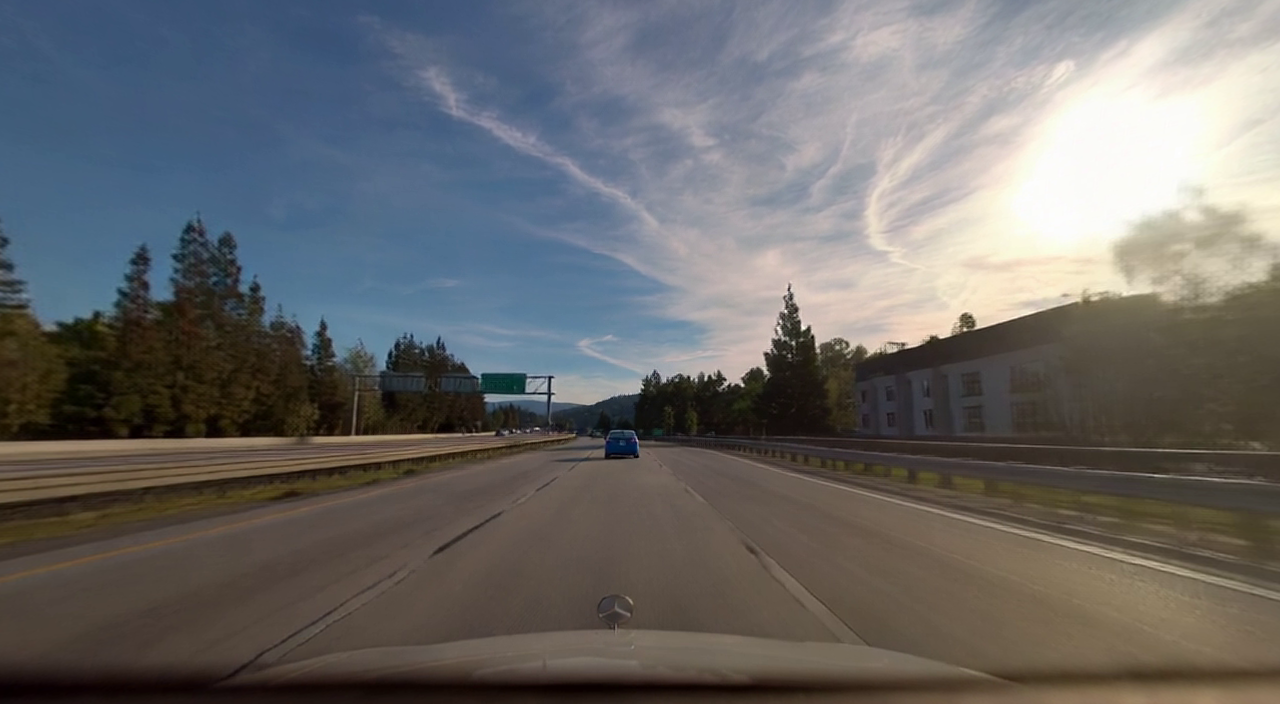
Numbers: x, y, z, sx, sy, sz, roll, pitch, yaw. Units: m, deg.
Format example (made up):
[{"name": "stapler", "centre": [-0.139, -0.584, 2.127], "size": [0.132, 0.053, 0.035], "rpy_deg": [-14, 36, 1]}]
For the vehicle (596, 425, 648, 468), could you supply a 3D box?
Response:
[{"name": "vehicle", "centre": [-0.737, 3.899, 26.126], "size": [2.020, 1.633, 3.942], "rpy_deg": [0, -8, -1]}]
